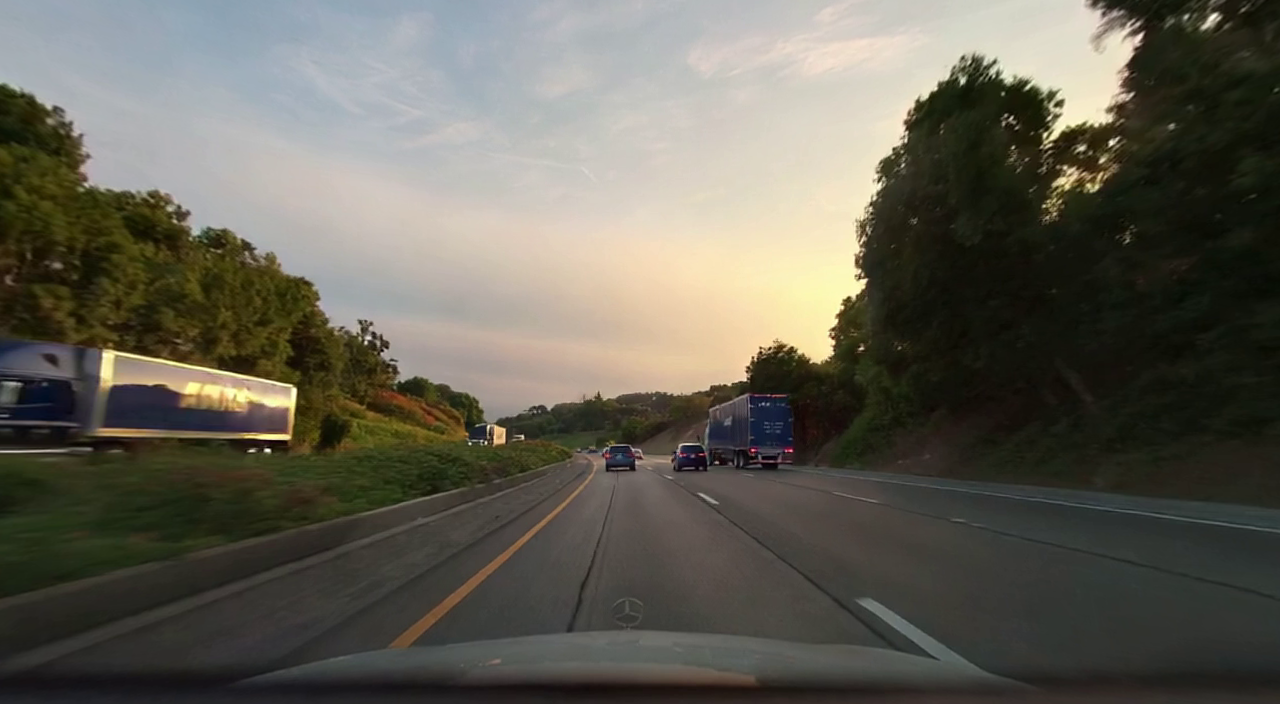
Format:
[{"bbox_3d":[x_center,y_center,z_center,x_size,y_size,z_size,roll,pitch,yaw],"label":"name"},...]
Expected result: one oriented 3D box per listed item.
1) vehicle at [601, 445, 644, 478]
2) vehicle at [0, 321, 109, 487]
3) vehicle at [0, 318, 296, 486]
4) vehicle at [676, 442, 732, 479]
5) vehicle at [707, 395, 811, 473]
[{"bbox_3d":[-0.890,5.506,31.848,2.050,1.534,3.771,0,-9,-2],"label":"vehicle"},{"bbox_3d":[-16.944,1.243,15.149,2.955,3.956,5.855,0,-9,-1],"label":"vehicle"},{"bbox_3d":[-17.145,2.255,21.851,2.843,4.028,14.083,0,-9,-1],"label":"vehicle"},{"bbox_3d":[2.918,5.051,29.531,2.013,1.623,3.916,0,-9,-3],"label":"vehicle"},{"bbox_3d":[6.861,5.319,39.497,2.965,3.990,14.227,1,-9,-3],"label":"vehicle"}]
